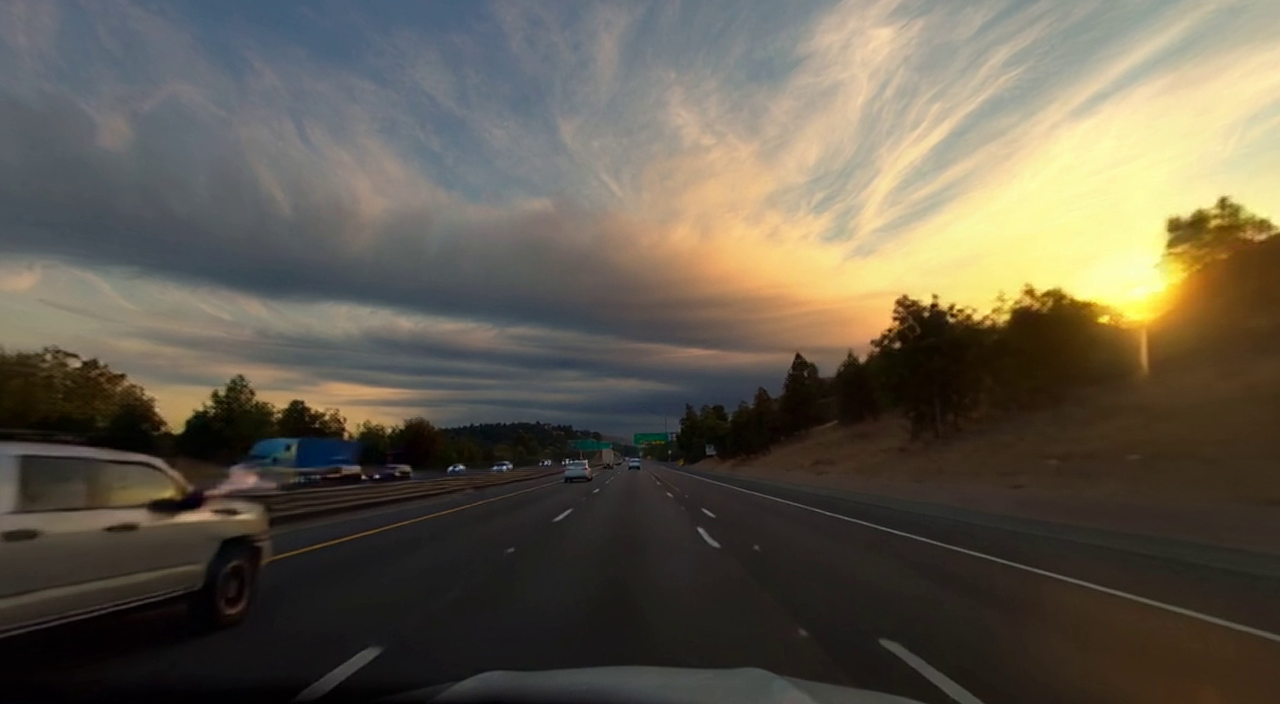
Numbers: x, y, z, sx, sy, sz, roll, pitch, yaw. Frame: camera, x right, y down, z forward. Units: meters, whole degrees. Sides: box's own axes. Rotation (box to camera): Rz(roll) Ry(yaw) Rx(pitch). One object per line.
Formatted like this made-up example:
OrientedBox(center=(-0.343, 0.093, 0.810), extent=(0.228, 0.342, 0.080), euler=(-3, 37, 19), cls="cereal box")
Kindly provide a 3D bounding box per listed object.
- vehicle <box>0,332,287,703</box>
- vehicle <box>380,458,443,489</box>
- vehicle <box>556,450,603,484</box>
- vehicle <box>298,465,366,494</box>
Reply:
OrientedBox(center=(-3.878, 0.791, 2.343), extent=(2.272, 1.873, 4.832), euler=(1, -10, 0), cls="vehicle")
OrientedBox(center=(-12.596, 6.721, 34.968), extent=(1.946, 1.599, 4.078), euler=(1, -10, 0), cls="vehicle")
OrientedBox(center=(-3.631, 7.033, 38.530), extent=(2.390, 1.879, 4.423), euler=(1, -10, 0), cls="vehicle")
OrientedBox(center=(-16.681, 6.892, 34.281), extent=(1.738, 1.447, 3.731), euler=(1, -10, 0), cls="vehicle")
